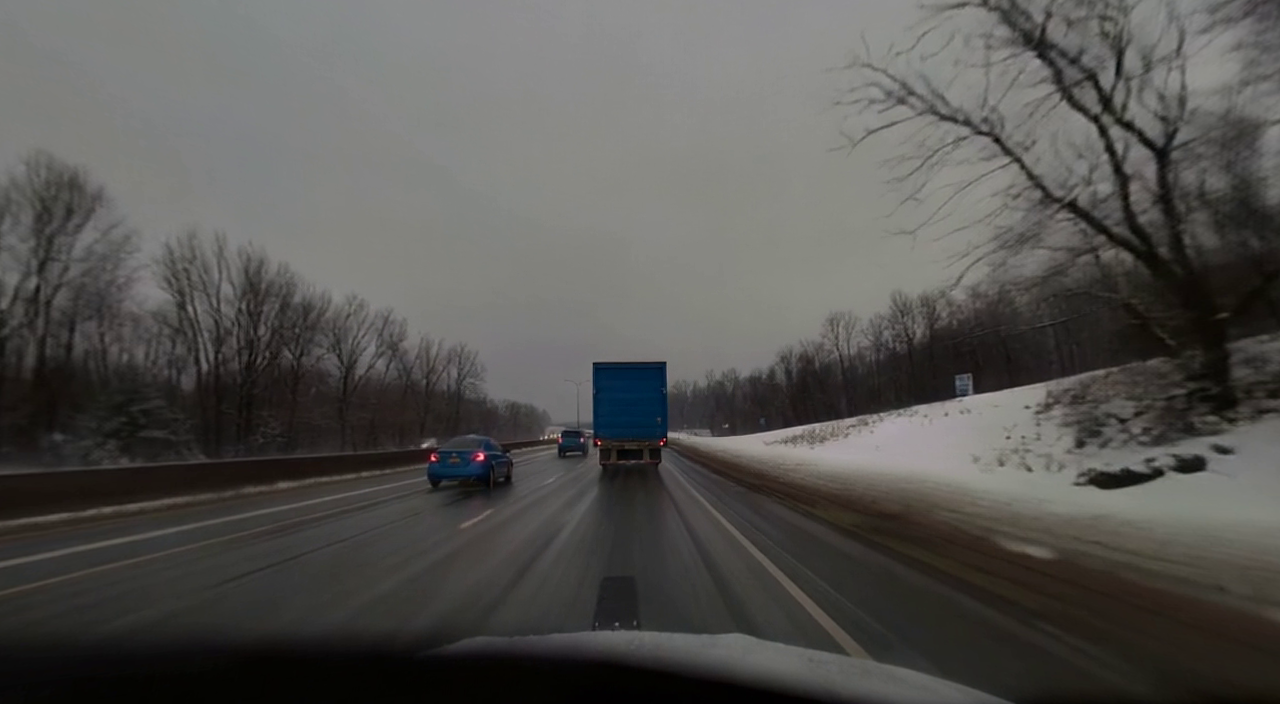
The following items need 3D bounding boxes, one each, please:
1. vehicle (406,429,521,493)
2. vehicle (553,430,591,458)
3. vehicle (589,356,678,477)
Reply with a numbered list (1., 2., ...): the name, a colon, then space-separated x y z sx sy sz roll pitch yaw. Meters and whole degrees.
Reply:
1. vehicle: -4.696 2.939 17.486 1.931 1.539 4.441 0 -8 0
2. vehicle: -4.539 6.214 42.646 2.019 1.834 4.644 0 -8 0
3. vehicle: -0.332 2.805 26.128 2.953 4.041 10.072 0 -8 -1
